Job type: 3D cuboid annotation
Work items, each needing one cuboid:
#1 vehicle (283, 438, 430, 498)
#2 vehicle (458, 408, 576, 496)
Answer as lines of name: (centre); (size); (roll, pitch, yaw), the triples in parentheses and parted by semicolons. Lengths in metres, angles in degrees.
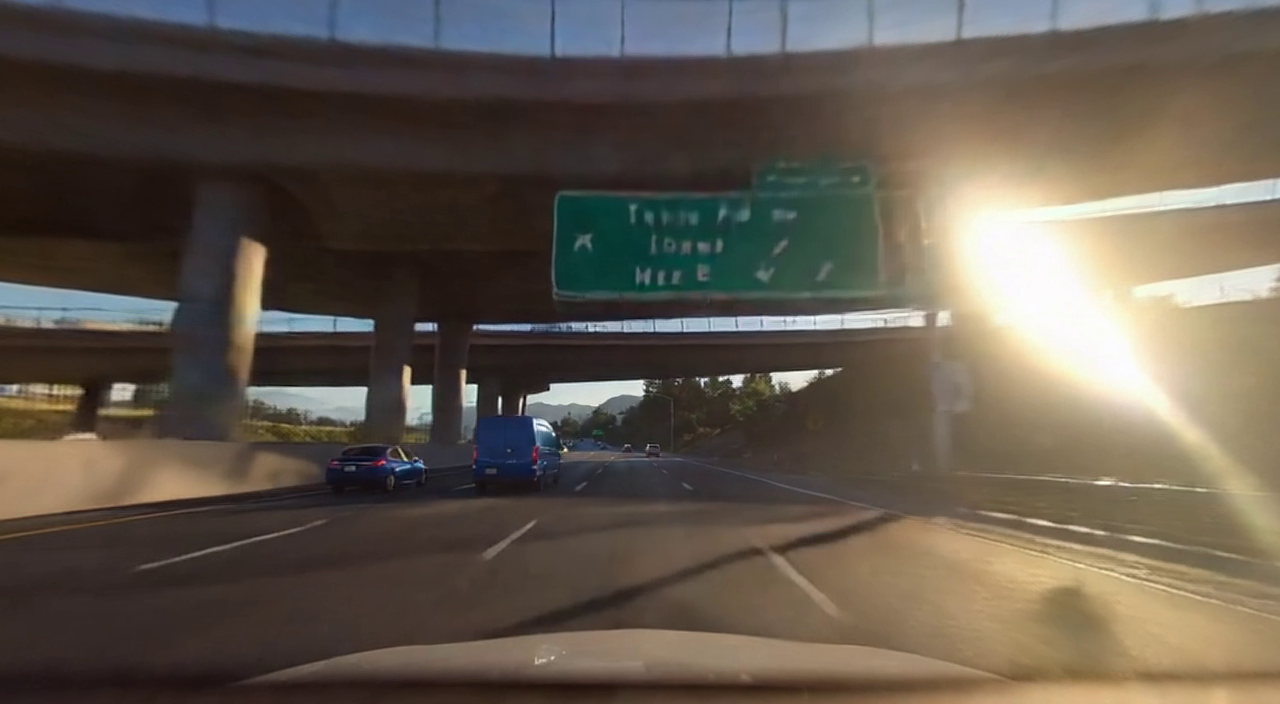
vehicle: (-7.914, 3.279, 18.162); (1.987, 1.490, 4.781); (0, -9, 0)
vehicle: (-3.451, 2.984, 18.912); (2.372, 2.248, 5.393); (0, -9, 1)
